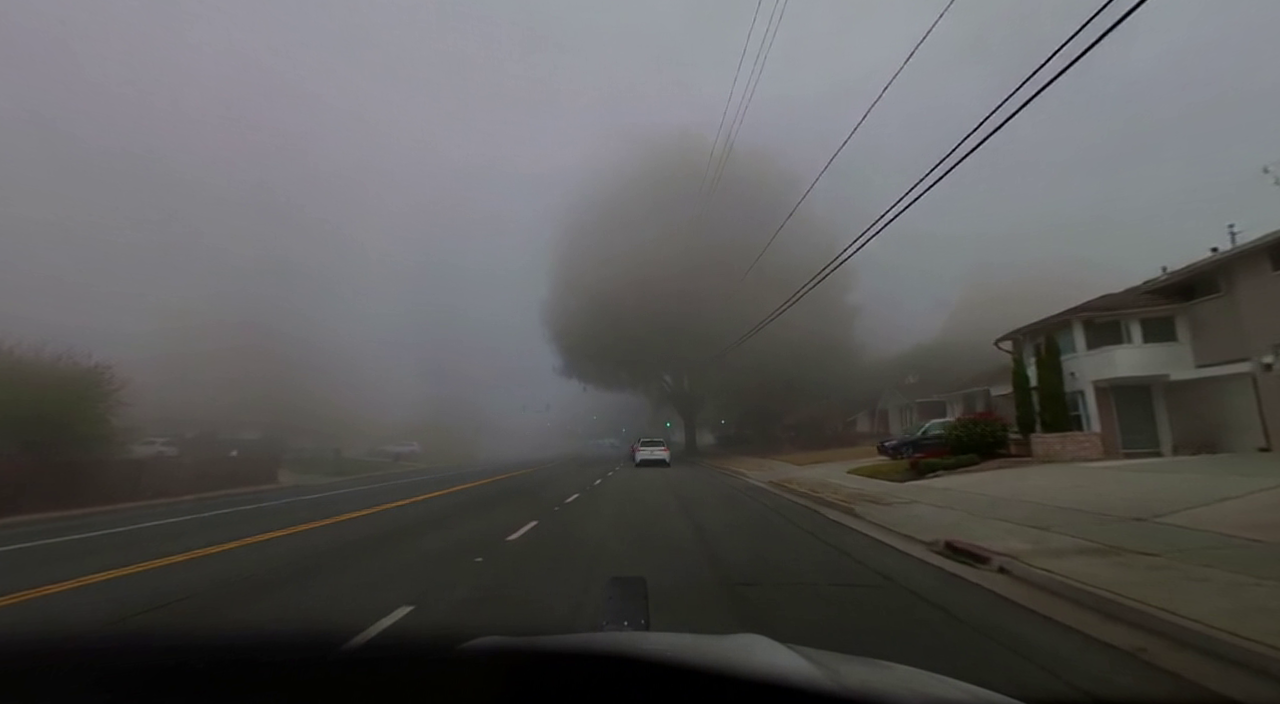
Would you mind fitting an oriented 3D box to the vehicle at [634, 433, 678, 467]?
[{"bbox_3d":[0.793,4.920,31.683,2.088,1.607,3.903,0,-8,1],"label":"vehicle"}]

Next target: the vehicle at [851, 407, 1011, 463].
[{"bbox_3d":[10.376,3.001,22.759,4.746,1.485,1.916,-5,-8,0],"label":"vehicle"}]

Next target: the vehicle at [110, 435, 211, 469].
[{"bbox_3d":[-28.255,5.847,37.124,5.100,1.864,2.490,-4,-9,25],"label":"vehicle"}]
